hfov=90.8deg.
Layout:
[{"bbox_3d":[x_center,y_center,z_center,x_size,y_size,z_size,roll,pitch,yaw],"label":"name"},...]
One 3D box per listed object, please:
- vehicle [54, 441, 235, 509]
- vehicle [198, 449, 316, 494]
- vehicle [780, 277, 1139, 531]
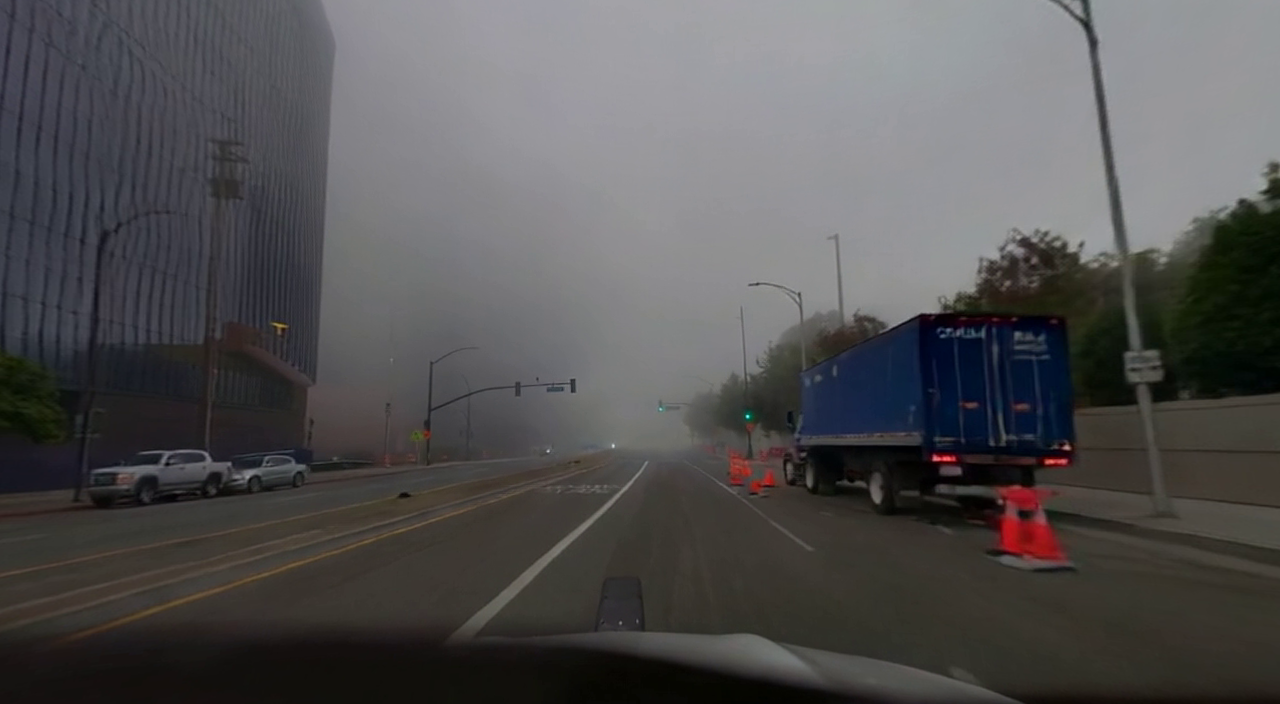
[{"bbox_3d":[-16.167,3.974,21.065,1.937,1.984,4.928,0,-8,1],"label":"vehicle"},{"bbox_3d":[-16.085,5.003,26.918,1.925,1.665,4.893,0,-8,0],"label":"vehicle"},{"bbox_3d":[5.916,1.460,14.603,3.176,3.913,9.805,0,-8,0],"label":"vehicle"}]
